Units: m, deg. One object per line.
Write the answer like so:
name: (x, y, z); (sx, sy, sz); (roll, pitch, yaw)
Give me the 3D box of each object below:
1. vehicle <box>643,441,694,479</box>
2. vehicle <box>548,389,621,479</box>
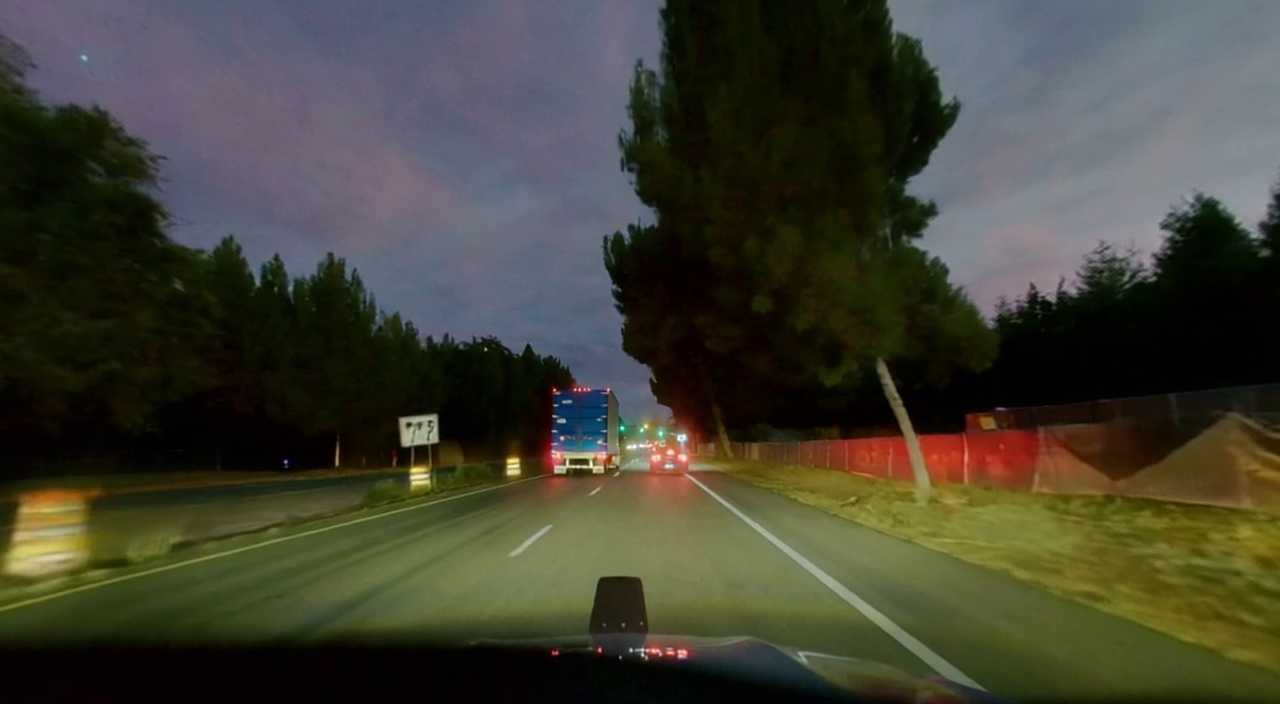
vehicle: (1.295, 5.266, 31.056); (2.304, 1.675, 4.462); (0, -8, 0)
vehicle: (-2.782, 4.900, 36.805); (2.906, 4.115, 15.715); (0, -8, 0)
